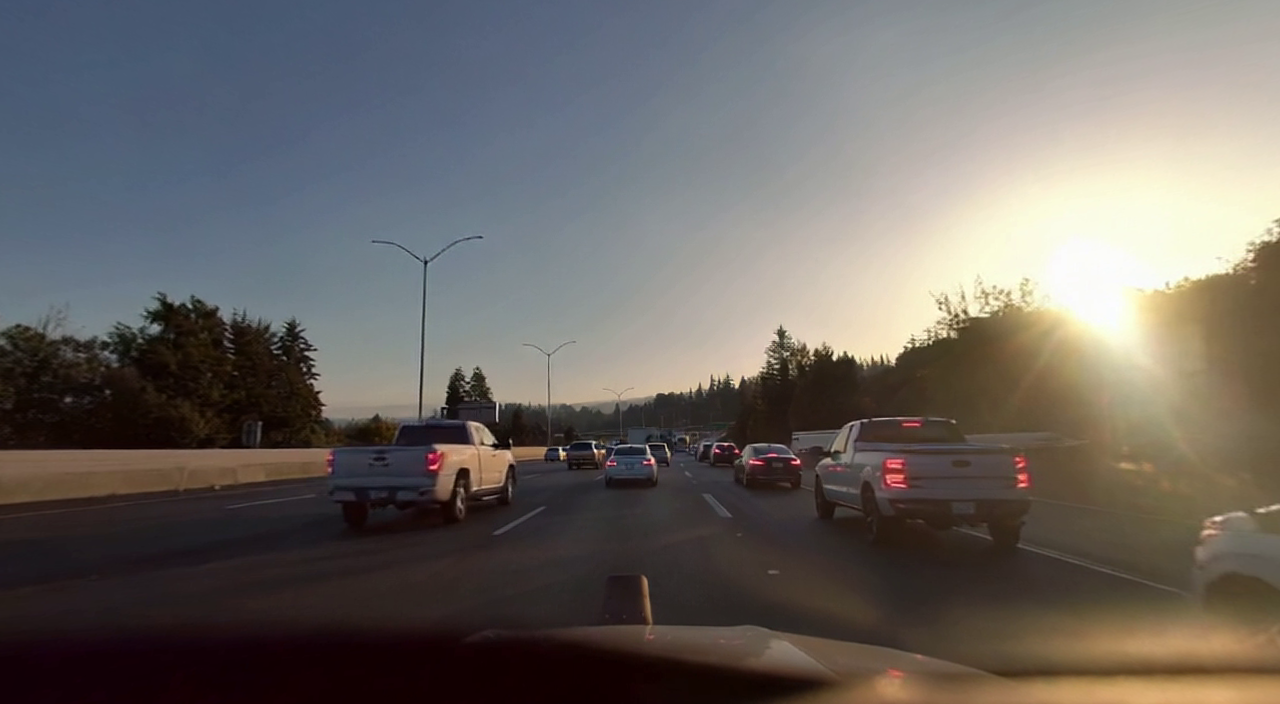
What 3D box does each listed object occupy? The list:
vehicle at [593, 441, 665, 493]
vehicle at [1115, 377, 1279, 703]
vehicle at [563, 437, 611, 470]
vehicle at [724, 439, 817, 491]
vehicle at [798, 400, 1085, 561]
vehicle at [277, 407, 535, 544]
[{"bbox_3d":[-0.241,3.618,20.222,2.070,1.456,4.029,0,-8,2],"label":"vehicle"},{"bbox_3d":[3.645,0.683,1.183,1.984,1.567,4.475,0,-8,0],"label":"vehicle"},{"bbox_3d":[-3.082,6.083,38.076,2.110,1.811,5.585,-1,-8,4],"label":"vehicle"},{"bbox_3d":[4.089,3.631,20.622,1.907,1.474,4.840,0,-8,-2],"label":"vehicle"},{"bbox_3d":[3.937,1.766,9.368,1.999,1.777,4.578,0,-8,1],"label":"vehicle"},{"bbox_3d":[-3.798,2.179,11.918,2.395,1.892,5.995,0,-8,2],"label":"vehicle"}]
